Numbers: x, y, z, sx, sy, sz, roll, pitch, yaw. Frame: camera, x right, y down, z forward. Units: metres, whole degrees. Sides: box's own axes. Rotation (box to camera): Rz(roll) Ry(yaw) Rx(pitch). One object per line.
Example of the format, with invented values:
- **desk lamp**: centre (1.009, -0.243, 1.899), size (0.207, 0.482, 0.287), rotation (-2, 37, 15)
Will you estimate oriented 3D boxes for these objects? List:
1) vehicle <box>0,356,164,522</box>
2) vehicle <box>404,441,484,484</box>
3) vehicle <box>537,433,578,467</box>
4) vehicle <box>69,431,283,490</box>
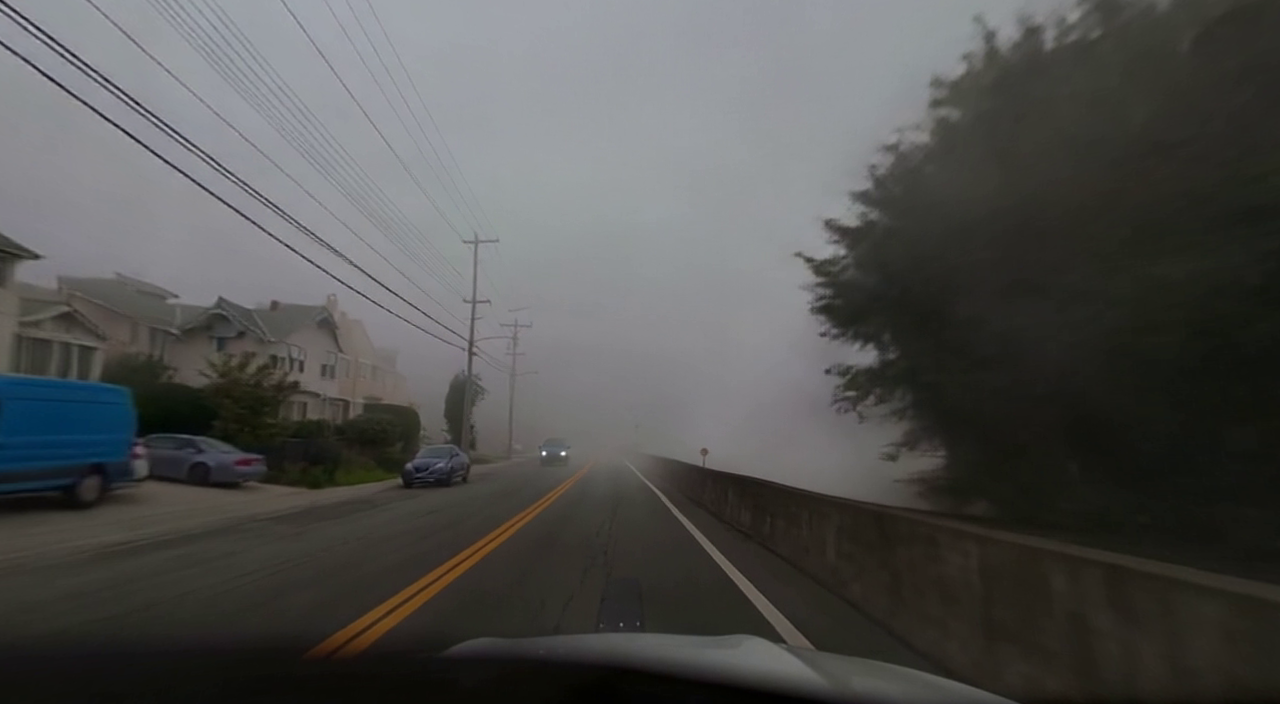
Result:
- **vehicle**: centre (-11.787, 1.612, 11.499), size (2.451, 2.641, 5.869), rotation (1, -9, -10)
- **vehicle**: centre (-7.674, 4.367, 25.287), size (1.863, 1.522, 4.901), rotation (0, -8, -3)
- **vehicle**: centre (-4.904, 5.904, 38.083), size (2.057, 1.905, 4.670), rotation (0, -8, -2)
- **vehicle**: centre (-13.286, 3.118, 18.369), size (4.524, 1.592, 1.955), rotation (1, -9, -6)
